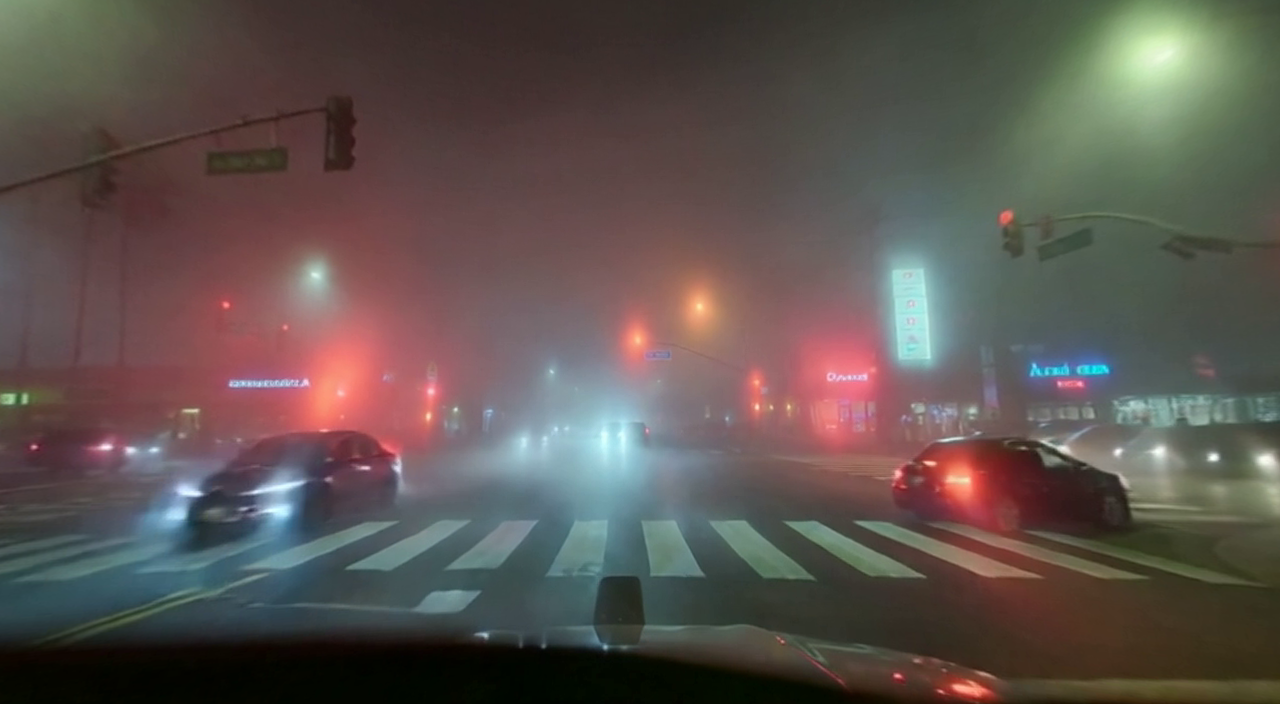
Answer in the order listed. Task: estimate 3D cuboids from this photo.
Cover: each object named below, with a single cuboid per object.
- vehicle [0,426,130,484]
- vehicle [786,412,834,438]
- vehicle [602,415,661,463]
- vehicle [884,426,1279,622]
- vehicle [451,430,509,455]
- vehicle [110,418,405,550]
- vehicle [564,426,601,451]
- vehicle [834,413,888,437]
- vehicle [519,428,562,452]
[{"bbox_3d":[-20.881,3.462,21.308,5.674,1.804,2.190,-1,-8,5],"label":"vehicle"},{"bbox_3d":[11.419,5.001,42.718,1.899,1.550,4.531,-1,-9,-1],"label":"vehicle"},{"bbox_3d":[-0.369,3.668,26.473,2.264,1.798,4.531,0,-8,-1],"label":"vehicle"},{"bbox_3d":[4.559,1.635,7.114,1.963,1.449,4.653,-1,-8,3],"label":"vehicle"},{"bbox_3d":[-9.933,5.710,39.686,2.002,1.470,4.388,-1,-9,8],"label":"vehicle"},{"bbox_3d":[-5.777,2.033,10.441,2.040,1.670,4.508,0,-8,0],"label":"vehicle"},{"bbox_3d":[-3.592,5.544,40.189,1.921,1.491,4.332,0,-8,1],"label":"vehicle"},{"bbox_3d":[14.134,4.732,40.645,1.797,1.443,4.451,-1,-7,-1],"label":"vehicle"},{"bbox_3d":[-6.561,5.883,42.235,2.032,1.508,4.661,0,-8,1],"label":"vehicle"}]
